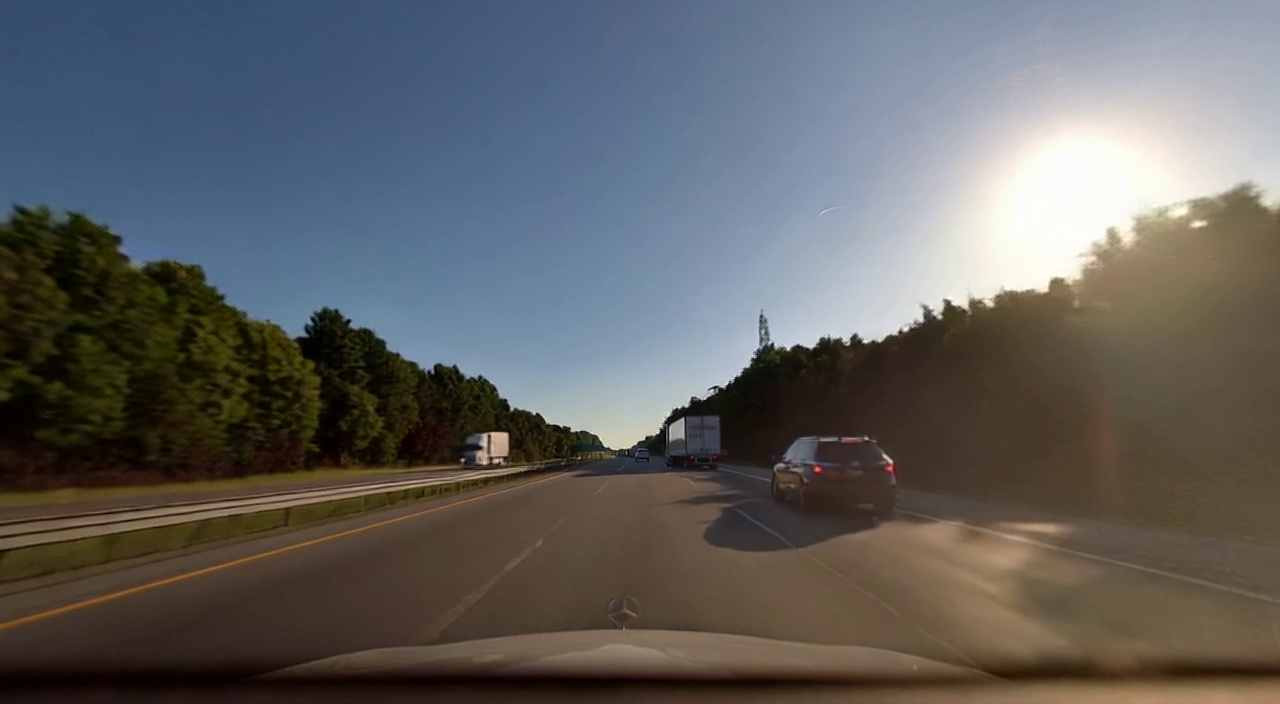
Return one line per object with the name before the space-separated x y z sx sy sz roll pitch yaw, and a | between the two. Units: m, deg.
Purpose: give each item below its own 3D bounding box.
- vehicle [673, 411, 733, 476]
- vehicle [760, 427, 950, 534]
vehicle | 4.157 6.468 44.203 3.117 3.971 10.593 1 -9 0
vehicle | 3.767 2.340 12.005 2.096 1.653 4.185 0 -9 0
